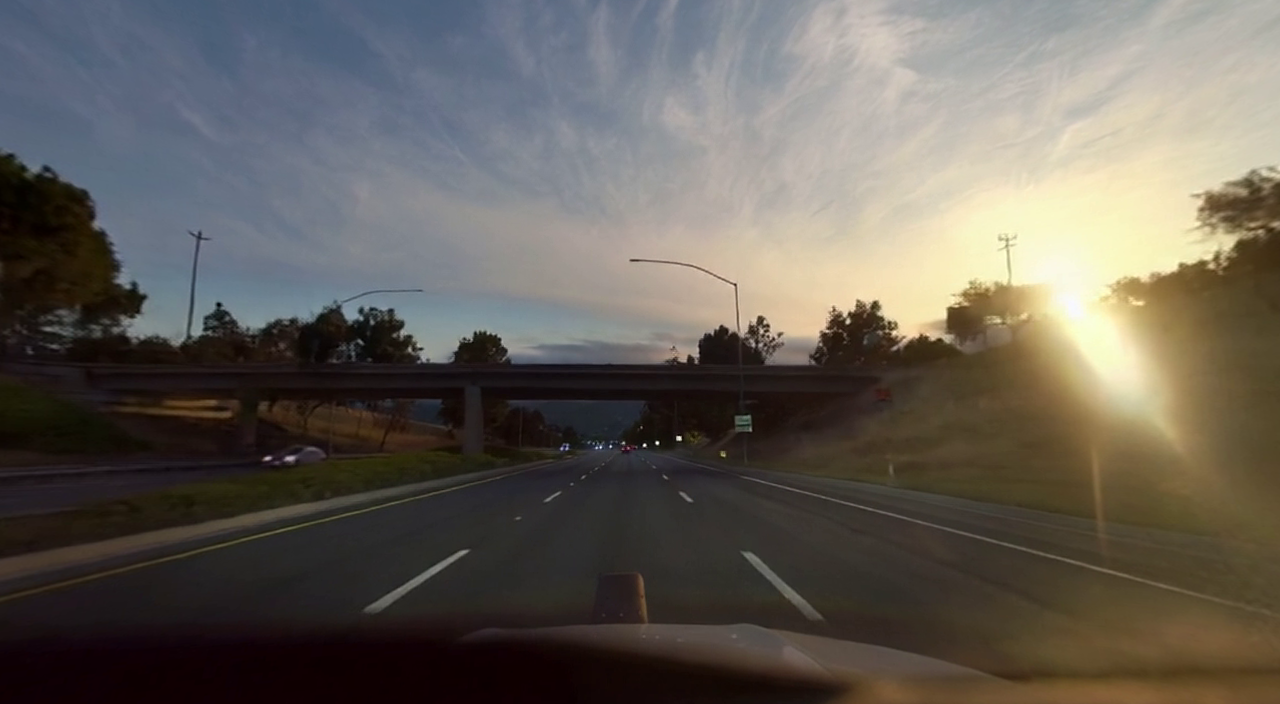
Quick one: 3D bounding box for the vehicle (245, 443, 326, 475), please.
[{"bbox_3d":[-21.778,6.580,39.114,2.145,1.860,4.909,0,-9,0],"label":"vehicle"}]
